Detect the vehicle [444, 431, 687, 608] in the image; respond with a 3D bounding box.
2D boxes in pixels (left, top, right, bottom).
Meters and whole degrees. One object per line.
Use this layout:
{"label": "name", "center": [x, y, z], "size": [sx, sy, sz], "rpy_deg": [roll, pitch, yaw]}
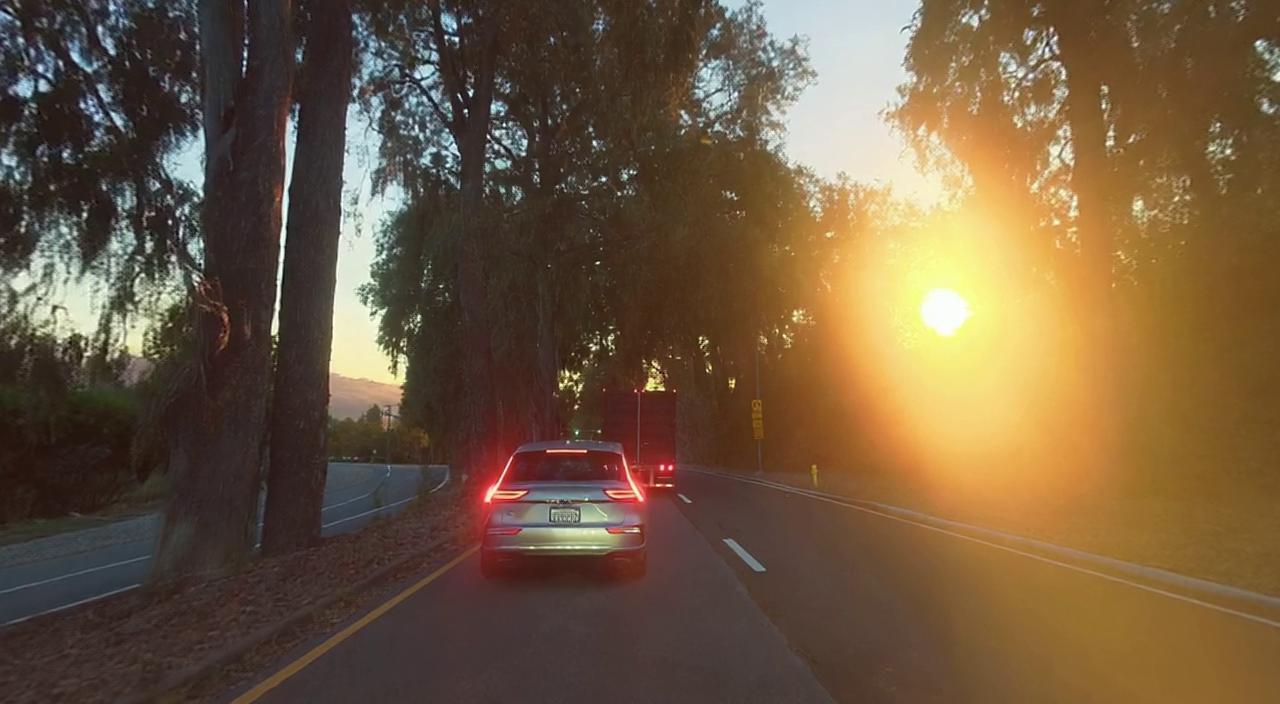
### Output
{"label": "vehicle", "center": [-0.628, 1.749, 7.504], "size": [2.076, 1.490, 4.078], "rpy_deg": [0, -9, 0]}
